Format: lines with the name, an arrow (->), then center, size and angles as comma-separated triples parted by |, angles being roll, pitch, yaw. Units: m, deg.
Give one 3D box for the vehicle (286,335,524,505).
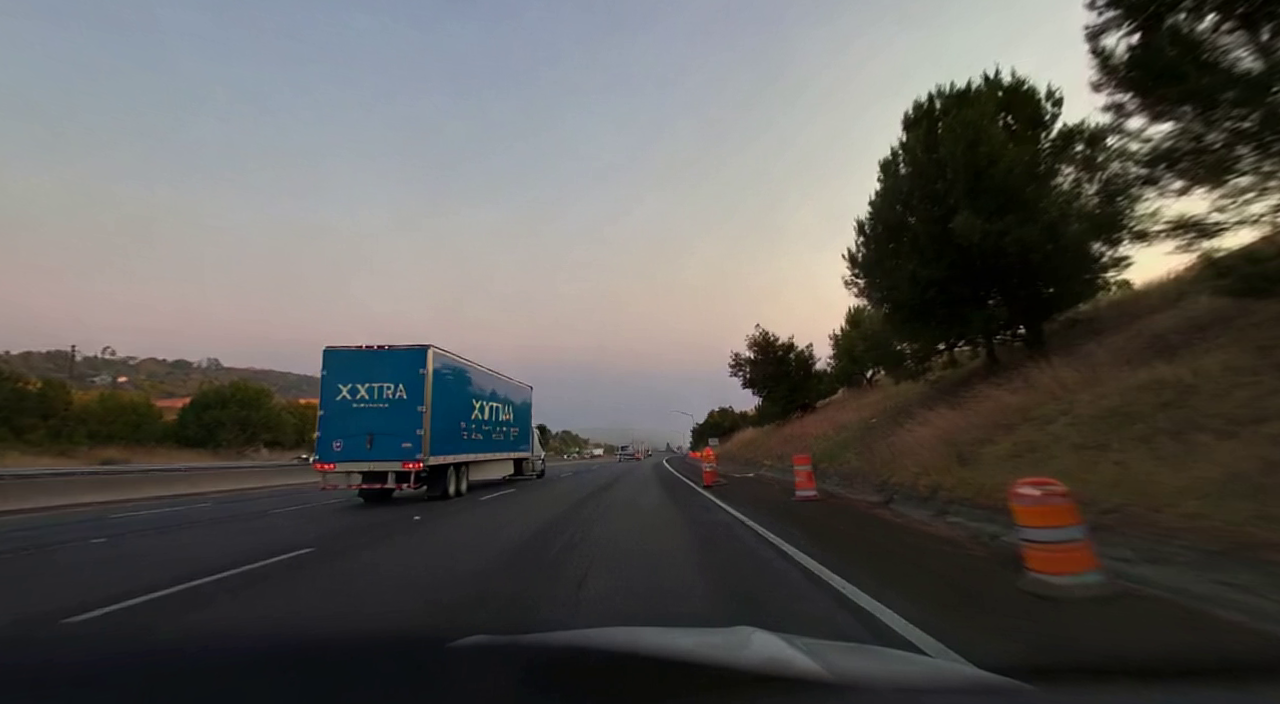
vehicle -> -6.479, 2.295, 19.839 | 3.183, 4.011, 9.617 | 0, -8, 4
